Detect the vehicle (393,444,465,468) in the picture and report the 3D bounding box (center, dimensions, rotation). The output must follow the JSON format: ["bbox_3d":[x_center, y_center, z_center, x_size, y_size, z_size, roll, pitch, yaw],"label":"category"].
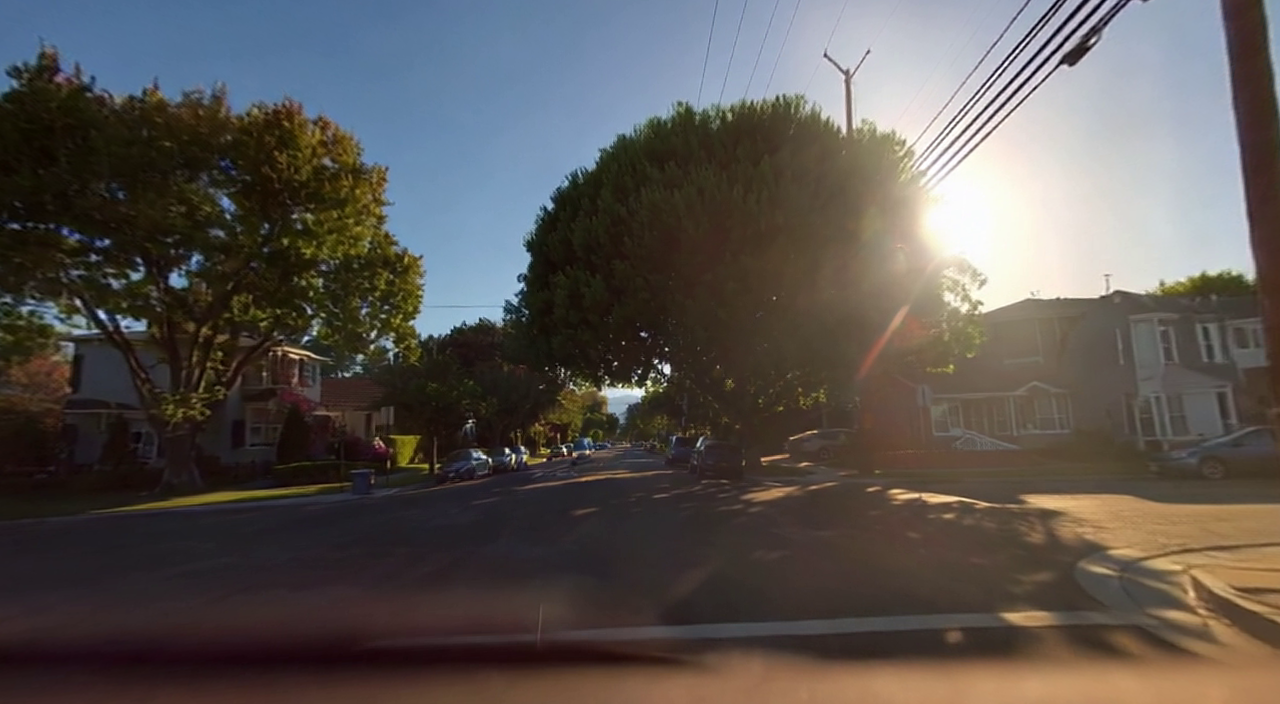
[{"bbox_3d":[-13.484,6.661,40.585,3.905,1.480,1.892,0,-9,0],"label":"vehicle"}]

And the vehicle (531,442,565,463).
[{"bbox_3d":[-7.134,7.822,49.178,1.914,1.508,4.653,0,-8,0],"label":"vehicle"}]

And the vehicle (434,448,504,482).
[{"bbox_3d":[-7.289,4.835,27.329,1.926,1.307,3.909,0,-9,0],"label":"vehicle"}]

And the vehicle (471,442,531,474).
[{"bbox_3d":[-7.149,5.493,32.925,1.957,1.549,4.527,0,-8,2],"label":"vehicle"}]

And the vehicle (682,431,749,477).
[{"bbox_3d":[3.004,4.203,26.128,2.114,1.708,4.474,0,-9,-1],"label":"vehicle"}]
